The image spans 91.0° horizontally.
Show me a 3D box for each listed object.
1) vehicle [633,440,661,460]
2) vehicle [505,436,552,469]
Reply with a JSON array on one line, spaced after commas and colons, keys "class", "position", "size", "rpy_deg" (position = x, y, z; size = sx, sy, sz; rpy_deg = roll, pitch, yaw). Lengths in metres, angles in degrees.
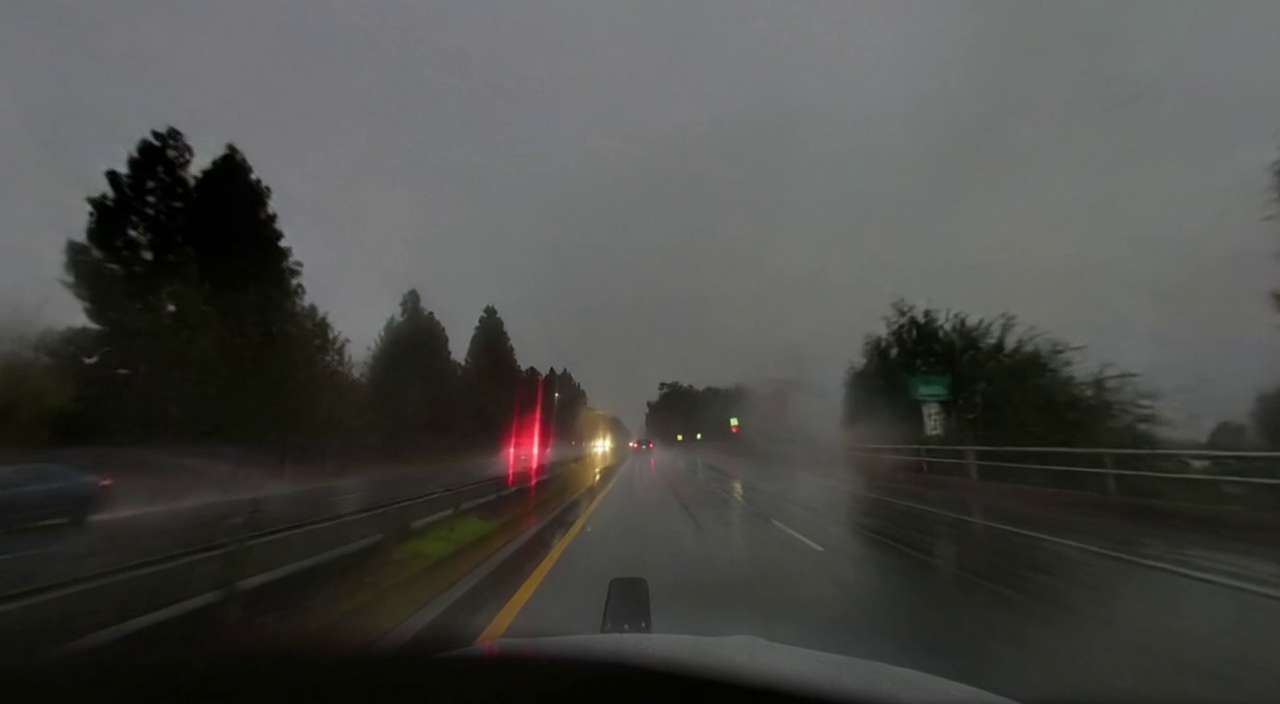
[{"class": "vehicle", "position": [0.511, 7.608, 49.072], "size": [2.061, 1.469, 3.782], "rpy_deg": [0, -8, 0]}, {"class": "vehicle", "position": [-6.931, 6.288, 39.608], "size": [2.068, 1.897, 4.372], "rpy_deg": [0, -8, 2]}]
